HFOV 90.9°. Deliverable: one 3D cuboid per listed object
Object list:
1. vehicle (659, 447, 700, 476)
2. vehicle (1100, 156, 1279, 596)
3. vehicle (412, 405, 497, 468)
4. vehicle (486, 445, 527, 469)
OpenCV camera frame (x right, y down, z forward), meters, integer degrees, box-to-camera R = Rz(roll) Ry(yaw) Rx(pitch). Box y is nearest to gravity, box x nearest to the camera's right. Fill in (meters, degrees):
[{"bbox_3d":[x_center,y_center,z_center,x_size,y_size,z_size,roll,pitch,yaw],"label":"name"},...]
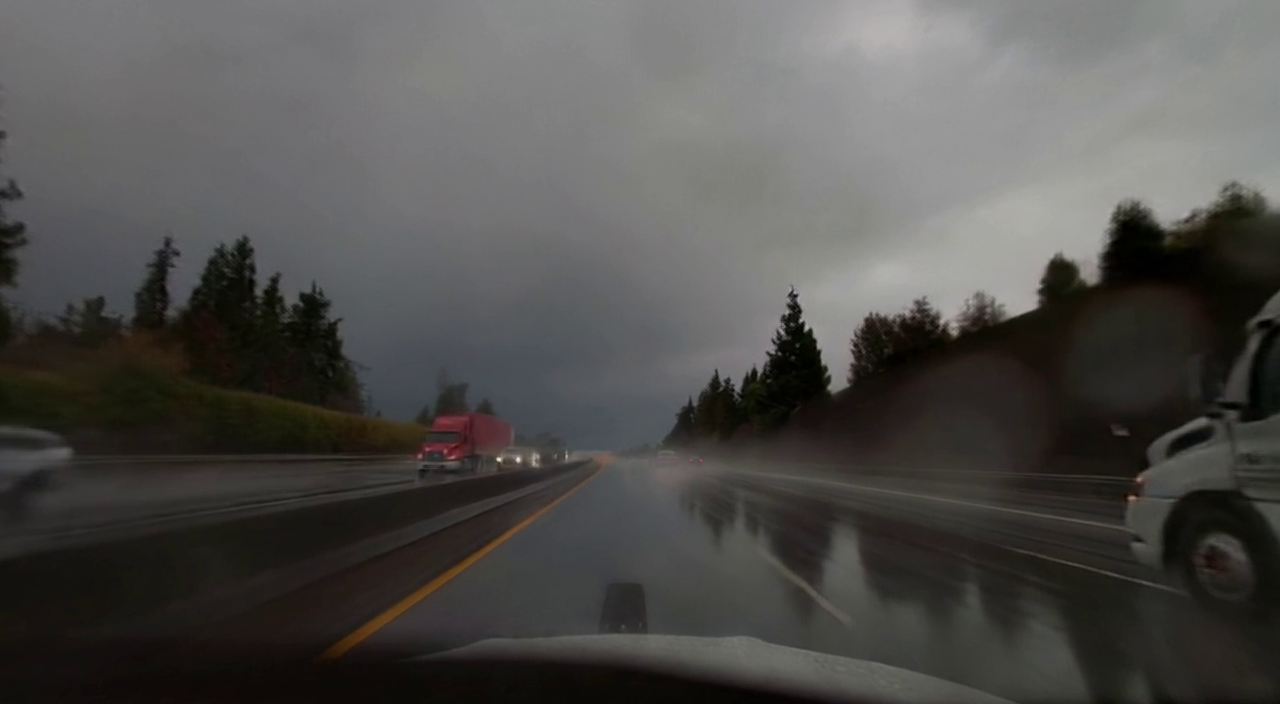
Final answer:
[{"bbox_3d":[2.298,6.492,37.445,2.111,1.599,3.859,0,-9,-1],"label":"vehicle"},{"bbox_3d":[7.099,0.048,4.526,2.941,3.837,5.946,0,-9,1],"label":"vehicle"},{"bbox_3d":[-13.004,6.187,45.471,2.947,3.956,11.078,0,-9,-1],"label":"vehicle"},{"bbox_3d":[-8.436,6.651,40.184,1.830,1.438,3.678,0,-9,0],"label":"vehicle"}]
